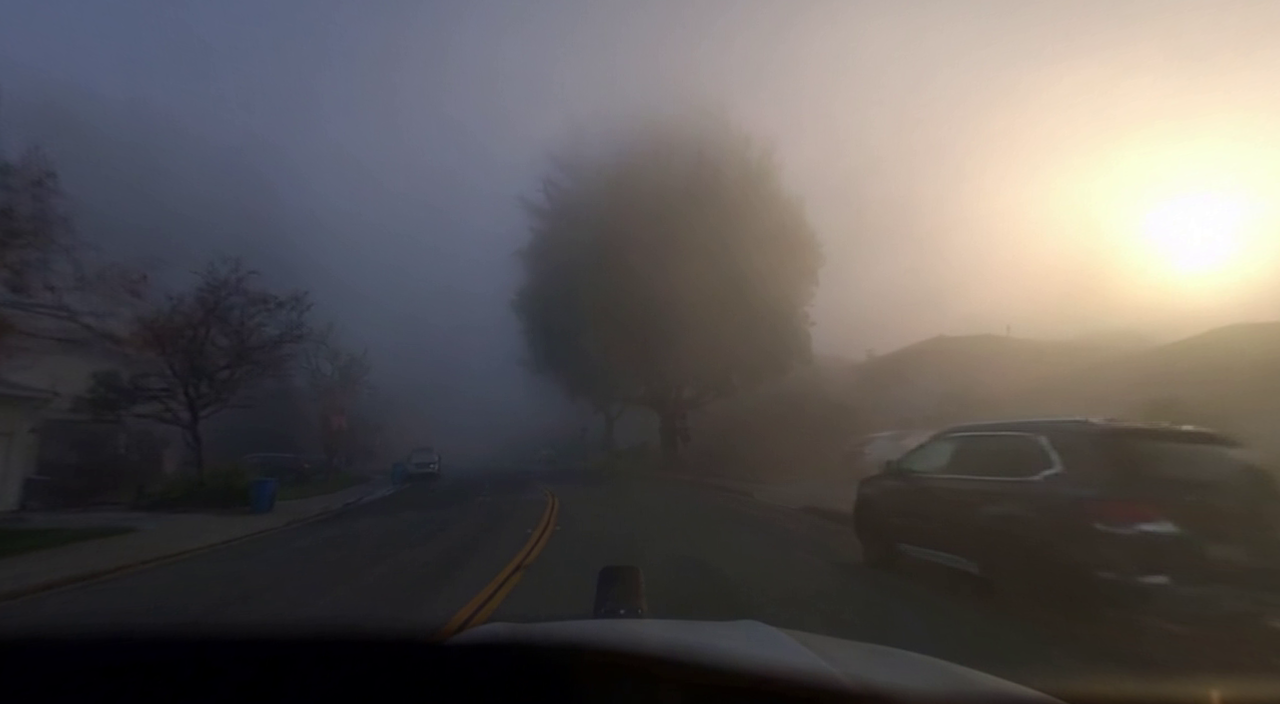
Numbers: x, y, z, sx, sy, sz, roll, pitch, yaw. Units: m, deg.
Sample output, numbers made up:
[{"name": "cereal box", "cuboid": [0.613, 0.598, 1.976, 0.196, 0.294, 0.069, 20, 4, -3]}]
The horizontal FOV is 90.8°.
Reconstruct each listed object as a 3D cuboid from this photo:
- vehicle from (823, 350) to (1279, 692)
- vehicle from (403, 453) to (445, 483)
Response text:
[{"name": "vehicle", "cuboid": [3.704, 1.313, 6.119, 2.214, 1.962, 4.733, 0, -9, -3]}, {"name": "vehicle", "cuboid": [-11.850, 6.346, 34.828, 1.902, 1.434, 4.313, 2, -9, -15]}]
